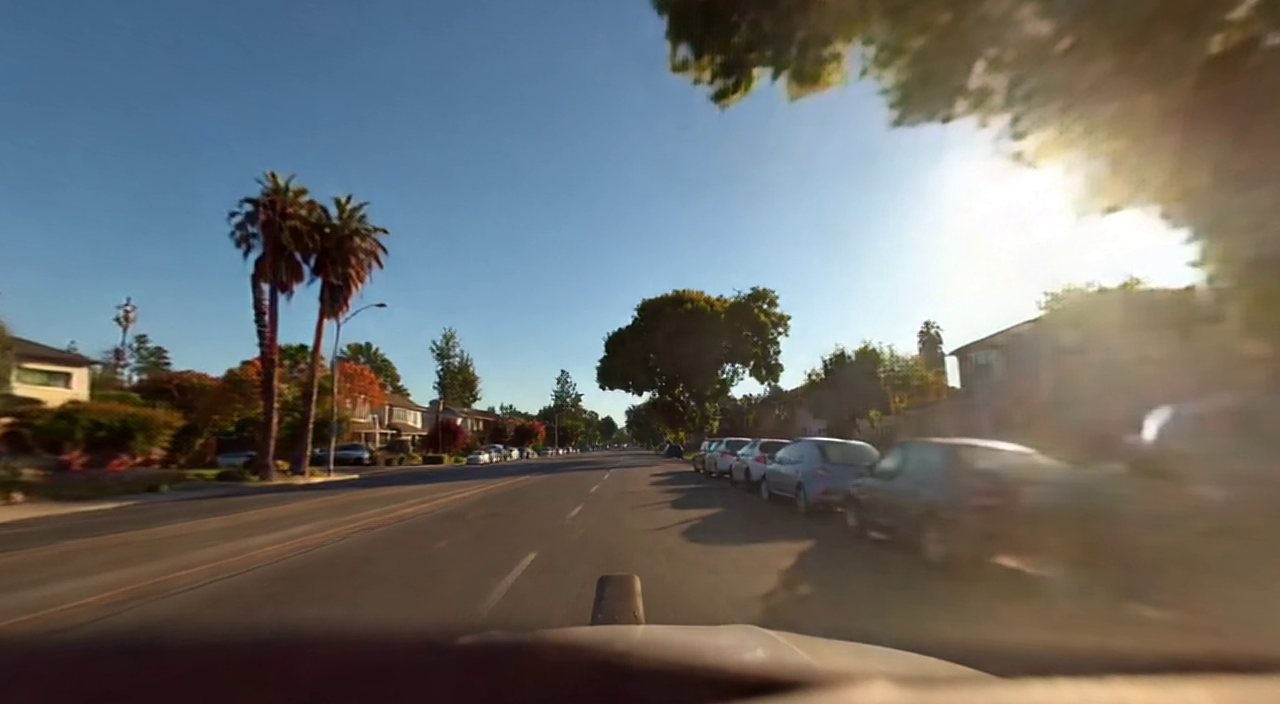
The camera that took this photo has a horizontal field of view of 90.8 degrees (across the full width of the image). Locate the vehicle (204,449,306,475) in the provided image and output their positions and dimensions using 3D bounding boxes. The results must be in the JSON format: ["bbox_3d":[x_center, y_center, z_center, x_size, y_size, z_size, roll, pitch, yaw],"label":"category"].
[{"bbox_3d":[-23.689,6.787,38.995,4.946,1.518,2.115,0,-9,1],"label":"vehicle"}]

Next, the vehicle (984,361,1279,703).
[{"bbox_3d":[3.914,0.953,3.096,1.917,1.741,4.420,0,-9,0],"label":"vehicle"}]

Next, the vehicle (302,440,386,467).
[{"bbox_3d":[-22.858,7.852,48.902,5.386,2.043,2.124,0,-9,0],"label":"vehicle"}]
